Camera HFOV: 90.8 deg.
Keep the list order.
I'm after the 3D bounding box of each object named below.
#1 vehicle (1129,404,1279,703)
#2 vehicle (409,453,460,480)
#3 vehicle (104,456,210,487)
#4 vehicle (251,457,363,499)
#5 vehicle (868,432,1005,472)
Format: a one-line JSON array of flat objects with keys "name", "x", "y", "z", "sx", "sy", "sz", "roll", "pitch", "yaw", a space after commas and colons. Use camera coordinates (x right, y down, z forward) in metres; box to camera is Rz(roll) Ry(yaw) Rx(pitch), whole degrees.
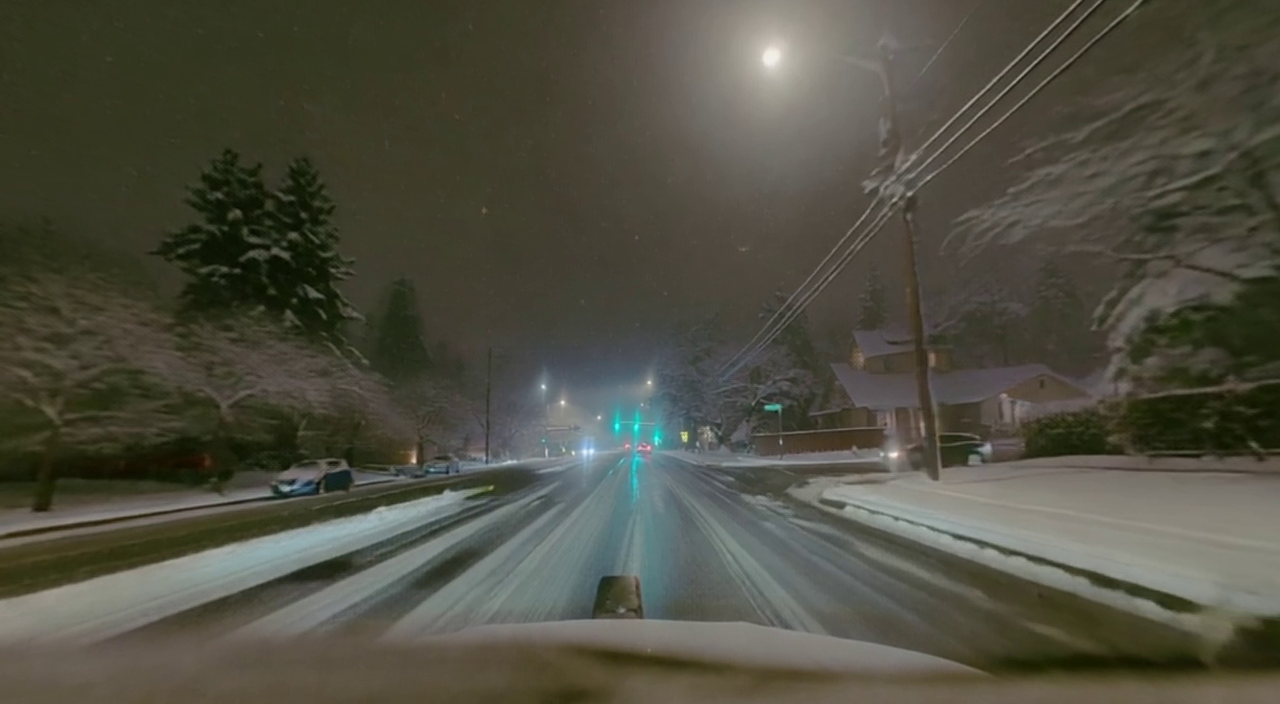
[{"name": "vehicle", "x": 3.518, "y": 0.712, "z": 0.695, "sx": 2.093, "sy": 1.524, "sz": 4.835, "roll": 0, "pitch": -8, "yaw": 0}, {"name": "vehicle", "x": -13.766, "y": 7.655, "z": 42.528, "sx": 1.941, "sy": 1.501, "sz": 4.432, "roll": -3, "pitch": -7, "yaw": 0}, {"name": "vehicle", "x": -24.248, "y": 6.029, "z": 31.782, "sx": 3.894, "sy": 1.459, "sz": 1.638, "roll": 0, "pitch": -11, "yaw": 0}, {"name": "vehicle", "x": -13.679, "y": 5.175, "z": 26.311, "sx": 1.901, "sy": 1.481, "sz": 4.636, "roll": -1, "pitch": -8, "yaw": 4}, {"name": "vehicle", "x": 11.861, "y": 4.001, "z": 25.410, "sx": 4.644, "sy": 1.471, "sz": 1.843, "roll": 1, "pitch": -8, "yaw": -9}]
